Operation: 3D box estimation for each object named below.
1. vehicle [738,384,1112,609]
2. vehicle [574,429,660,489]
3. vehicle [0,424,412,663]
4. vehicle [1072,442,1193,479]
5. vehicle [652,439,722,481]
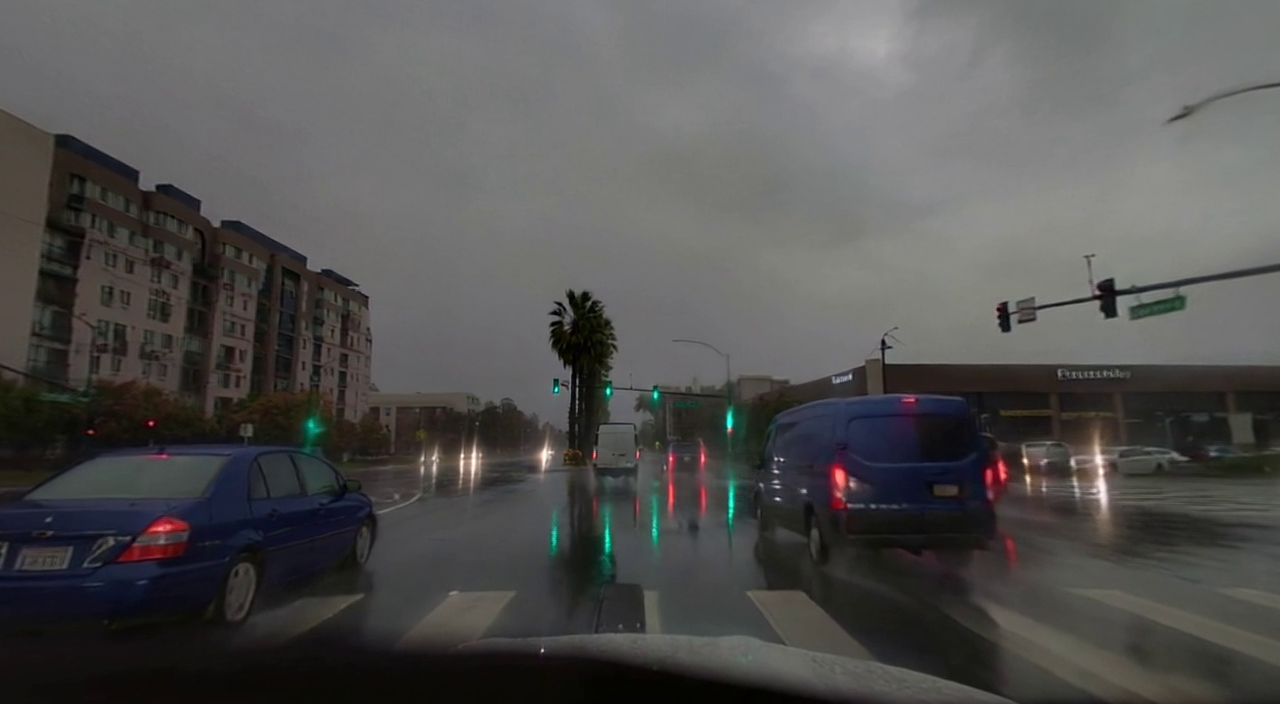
[{"bbox_3d":[2.733,1.537,7.616,2.200,1.847,4.618,0,-9,-2],"label":"vehicle"},{"bbox_3d":[-0.876,3.999,23.978,2.848,1.991,5.706,0,-9,-2],"label":"vehicle"},{"bbox_3d":[-3.946,1.508,6.199,1.997,1.430,4.655,0,-9,-4],"label":"vehicle"},{"bbox_3d":[21.658,4.746,27.846,3.798,1.550,2.006,1,-9,-9],"label":"vehicle"},{"bbox_3d":[2.010,4.855,28.687,2.462,1.736,4.899,0,-9,-4],"label":"vehicle"}]
